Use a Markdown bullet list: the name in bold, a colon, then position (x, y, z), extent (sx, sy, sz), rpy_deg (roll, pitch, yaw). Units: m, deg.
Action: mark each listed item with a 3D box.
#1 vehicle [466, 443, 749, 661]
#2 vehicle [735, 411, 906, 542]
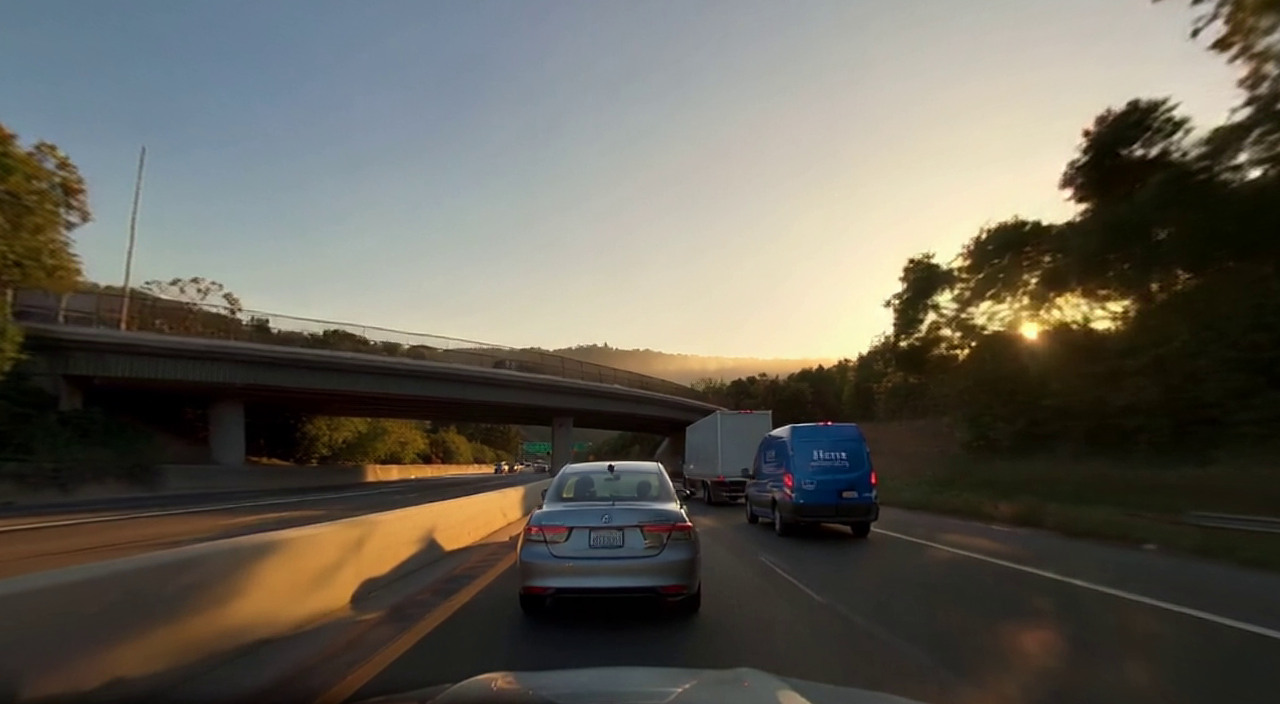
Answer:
- **vehicle**: position (-0.254, 1.733, 6.212), extent (1.980, 1.493, 3.410), rpy_deg (1, -11, -1)
- **vehicle**: position (3.987, 2.955, 15.196), extent (2.328, 2.537, 5.290), rpy_deg (1, -11, -2)
